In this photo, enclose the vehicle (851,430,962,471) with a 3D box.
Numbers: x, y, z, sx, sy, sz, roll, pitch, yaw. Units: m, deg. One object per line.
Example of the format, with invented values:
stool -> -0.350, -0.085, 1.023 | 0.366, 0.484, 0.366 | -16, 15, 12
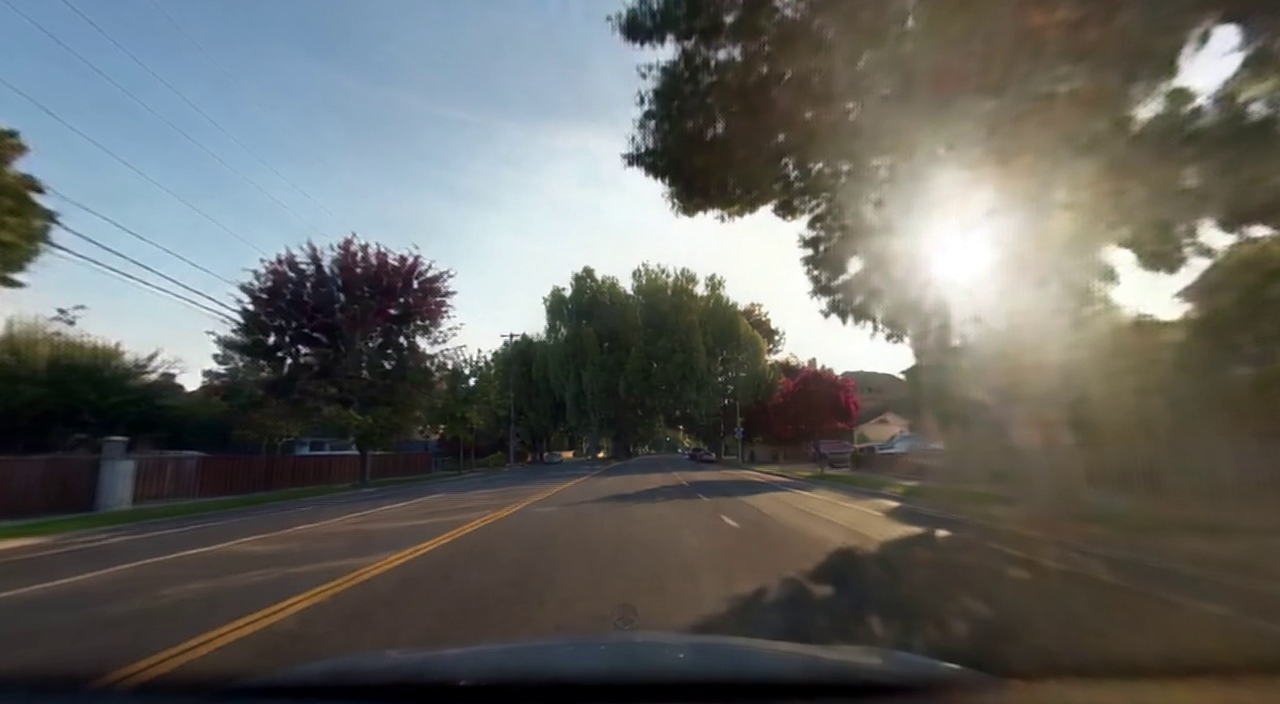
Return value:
vehicle -> 13.551, 5.034, 32.385 | 4.711, 1.979, 2.019 | -1, -8, 4
